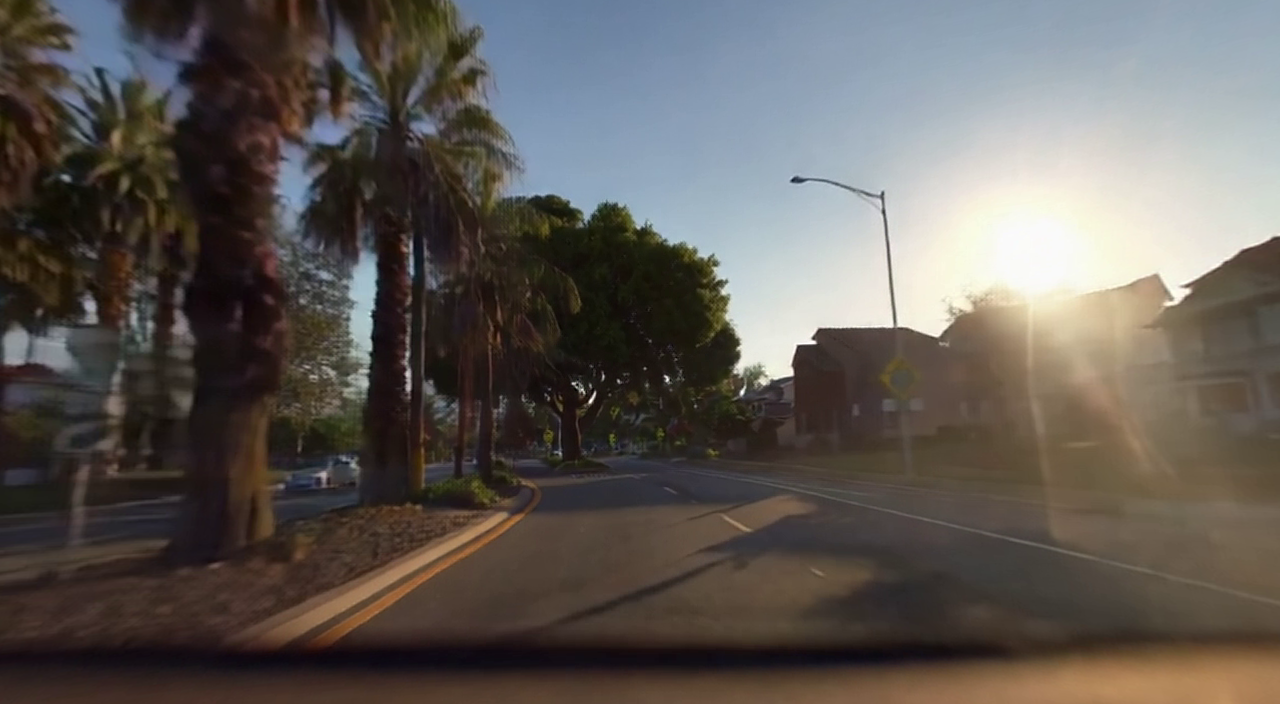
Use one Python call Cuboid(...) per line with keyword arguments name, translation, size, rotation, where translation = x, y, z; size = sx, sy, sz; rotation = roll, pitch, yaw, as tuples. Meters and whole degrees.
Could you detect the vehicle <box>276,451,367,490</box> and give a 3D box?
Cuboid(name="vehicle", translation=(-13.733, 5.110, 27.537), size=(1.965, 1.492, 4.498), rotation=(0, -8, -5))
